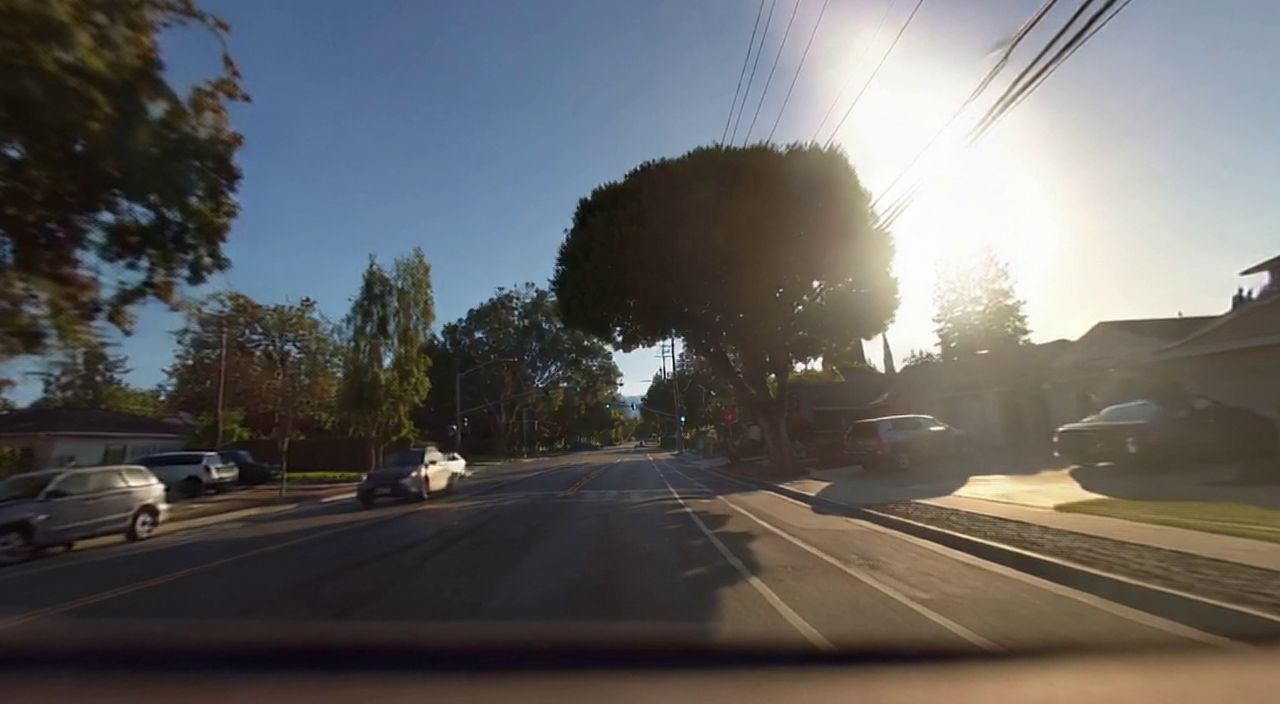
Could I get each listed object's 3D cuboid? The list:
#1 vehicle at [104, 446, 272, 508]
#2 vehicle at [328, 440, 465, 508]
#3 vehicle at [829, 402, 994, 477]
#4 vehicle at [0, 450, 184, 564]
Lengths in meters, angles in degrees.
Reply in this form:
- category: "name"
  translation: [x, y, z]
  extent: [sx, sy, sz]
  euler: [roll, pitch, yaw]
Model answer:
- category: "vehicle"
  translation: [-19.913, 5.494, 28.069]
  extent: [5.775, 2.026, 2.228]
  euler: [-5, -9, -3]
- category: "vehicle"
  translation: [-7.095, 3.559, 19.038]
  extent: [2.142, 1.611, 4.890]
  euler: [-5, -8, 0]
- category: "vehicle"
  translation: [9.382, 2.931, 21.731]
  extent: [5.565, 2.036, 1.907]
  euler: [-1, -7, -27]
- category: "vehicle"
  translation: [-11.501, 2.974, 11.997]
  extent: [2.024, 1.795, 5.054]
  euler: [-11, -8, -3]
